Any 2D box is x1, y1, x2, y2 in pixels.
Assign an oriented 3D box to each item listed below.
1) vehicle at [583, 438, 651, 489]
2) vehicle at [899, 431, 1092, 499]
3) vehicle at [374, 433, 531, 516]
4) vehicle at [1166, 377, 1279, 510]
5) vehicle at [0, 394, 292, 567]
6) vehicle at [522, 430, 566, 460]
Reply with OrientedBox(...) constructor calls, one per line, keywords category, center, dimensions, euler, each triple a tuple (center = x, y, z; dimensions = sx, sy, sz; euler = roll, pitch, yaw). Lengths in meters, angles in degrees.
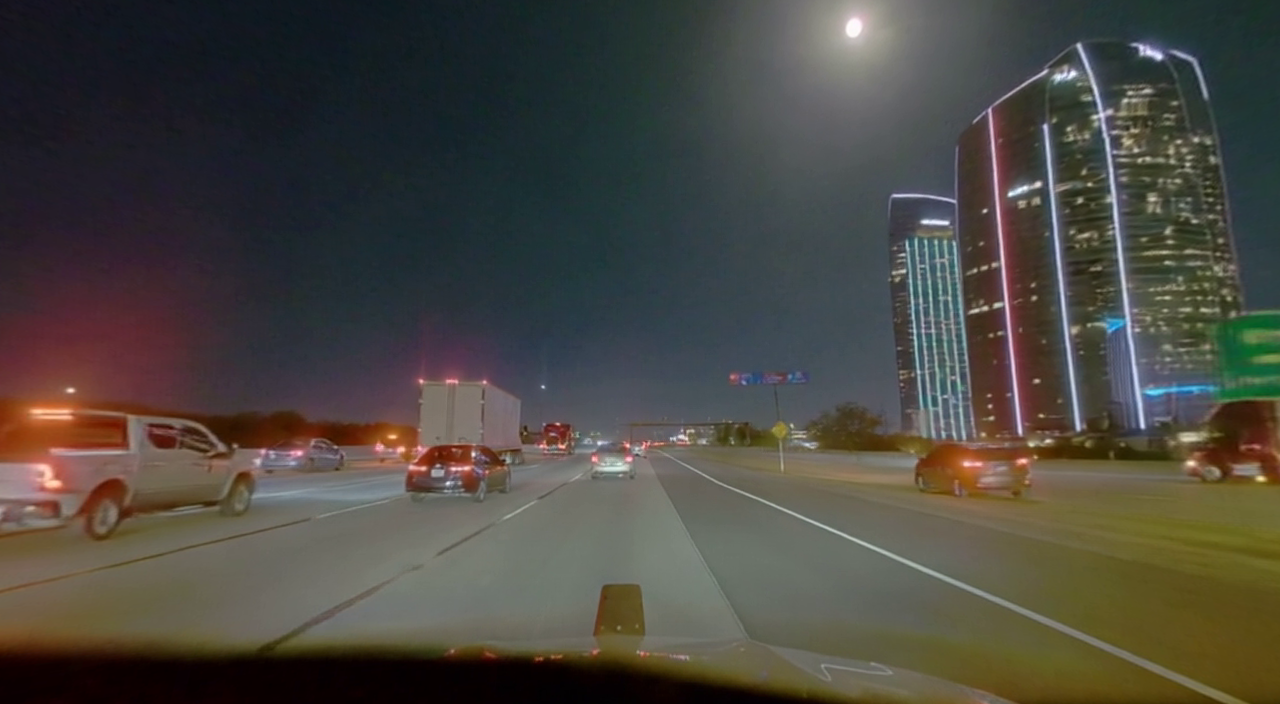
OrientedBox(category="vehicle", center=(-0.663, 3.589, 20.620), dimensions=(1.991, 1.488, 3.922), euler=(0, -9, 0))
OrientedBox(category="vehicle", center=(11.913, 3.814, 21.740), dimensions=(2.415, 1.972, 5.572), euler=(3, -9, -17))
OrientedBox(category="vehicle", center=(-3.857, 2.594, 13.853), dimensions=(2.016, 1.497, 4.235), euler=(0, -9, 2))
OrientedBox(category="vehicle", center=(21.313, 2.540, 17.497), dimensions=(3.015, 3.855, 9.519), euler=(7, -11, -38))
OrientedBox(category="vehicle", center=(-7.548, 1.718, 9.138), dimensions=(2.190, 1.821, 4.800), euler=(0, -9, 0))
OrientedBox(category="vehicle", center=(-7.020, 6.894, 46.819), dimensions=(2.339, 2.059, 5.359), euler=(0, -9, 1))
